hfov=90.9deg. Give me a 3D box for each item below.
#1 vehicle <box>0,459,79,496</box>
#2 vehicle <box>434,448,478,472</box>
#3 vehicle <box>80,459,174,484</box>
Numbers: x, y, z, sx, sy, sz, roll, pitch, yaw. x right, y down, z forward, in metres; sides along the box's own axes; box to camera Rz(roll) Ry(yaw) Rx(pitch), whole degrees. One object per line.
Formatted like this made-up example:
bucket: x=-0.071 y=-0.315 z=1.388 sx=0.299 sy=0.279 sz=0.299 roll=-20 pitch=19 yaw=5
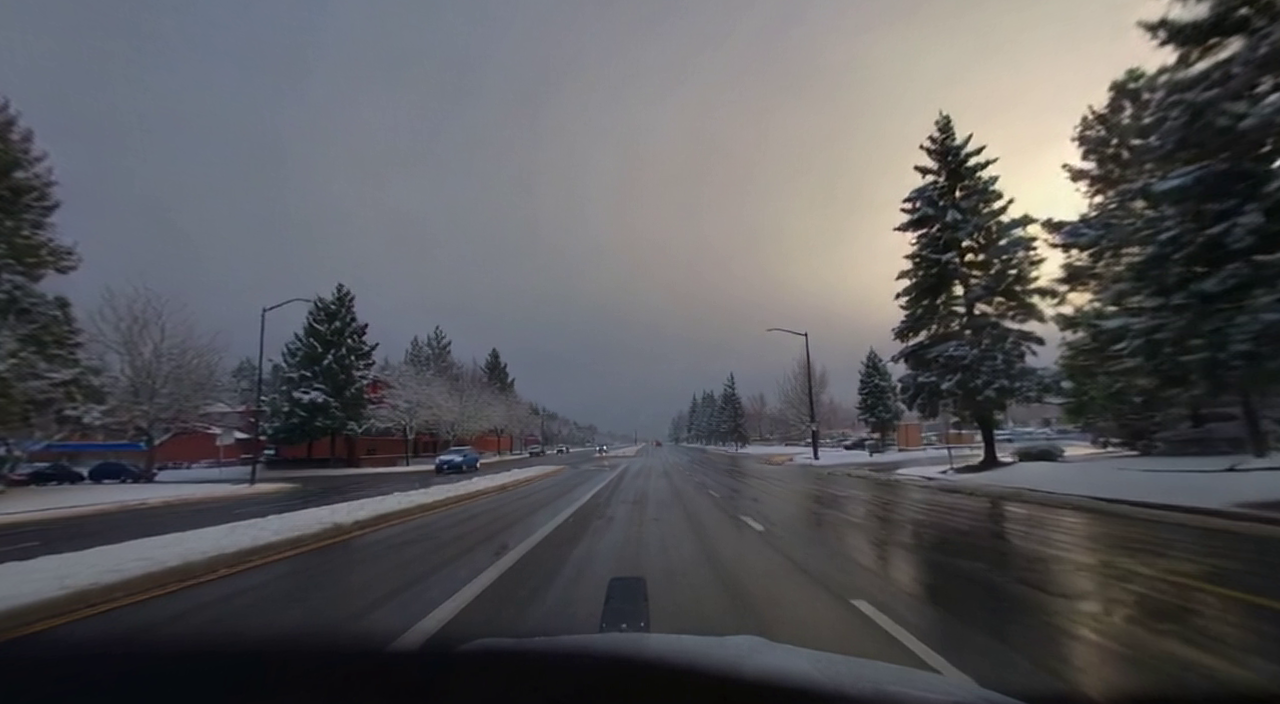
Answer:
vehicle: x=-34.230 y=6.741 z=33.986 sx=5.398 sy=1.832 sz=2.197 roll=1 pitch=-8 yaw=-10
vehicle: x=-14.270 y=8.374 z=49.152 sx=1.983 sy=1.725 sz=4.359 roll=-1 pitch=-8 yaw=2
vehicle: x=-40.526 y=9.445 z=49.926 sx=5.288 sy=1.786 sz=2.076 roll=2 pitch=-9 yaw=-15
